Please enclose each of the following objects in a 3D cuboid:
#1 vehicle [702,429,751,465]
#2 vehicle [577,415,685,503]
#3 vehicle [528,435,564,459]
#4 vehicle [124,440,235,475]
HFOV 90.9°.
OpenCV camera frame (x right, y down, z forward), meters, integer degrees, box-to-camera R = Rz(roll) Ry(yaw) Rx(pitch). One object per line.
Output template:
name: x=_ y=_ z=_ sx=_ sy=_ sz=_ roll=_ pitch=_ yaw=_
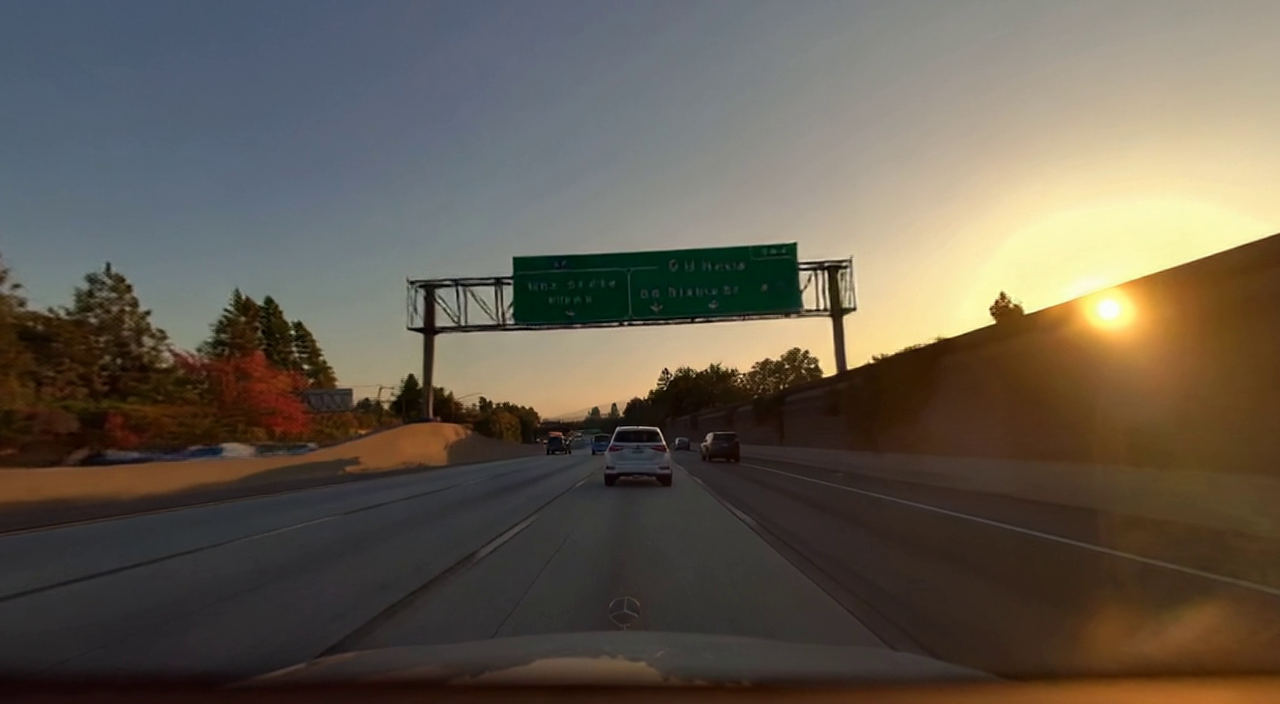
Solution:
vehicle: x=4.692 y=5.234 z=34.846 sx=2.017 sy=1.847 sz=4.299 roll=0 pitch=-8 yaw=-1
vehicle: x=-0.177 y=2.539 z=15.237 sx=2.233 sy=1.804 sz=4.273 roll=0 pitch=-8 yaw=0
vehicle: x=-7.013 y=7.166 z=47.559 sx=2.024 sy=1.706 sz=4.249 roll=0 pitch=-8 yaw=1
vehicle: x=-21.385 y=4.902 z=29.561 sx=1.870 sy=1.500 sz=4.364 roll=0 pitch=-8 yaw=1
